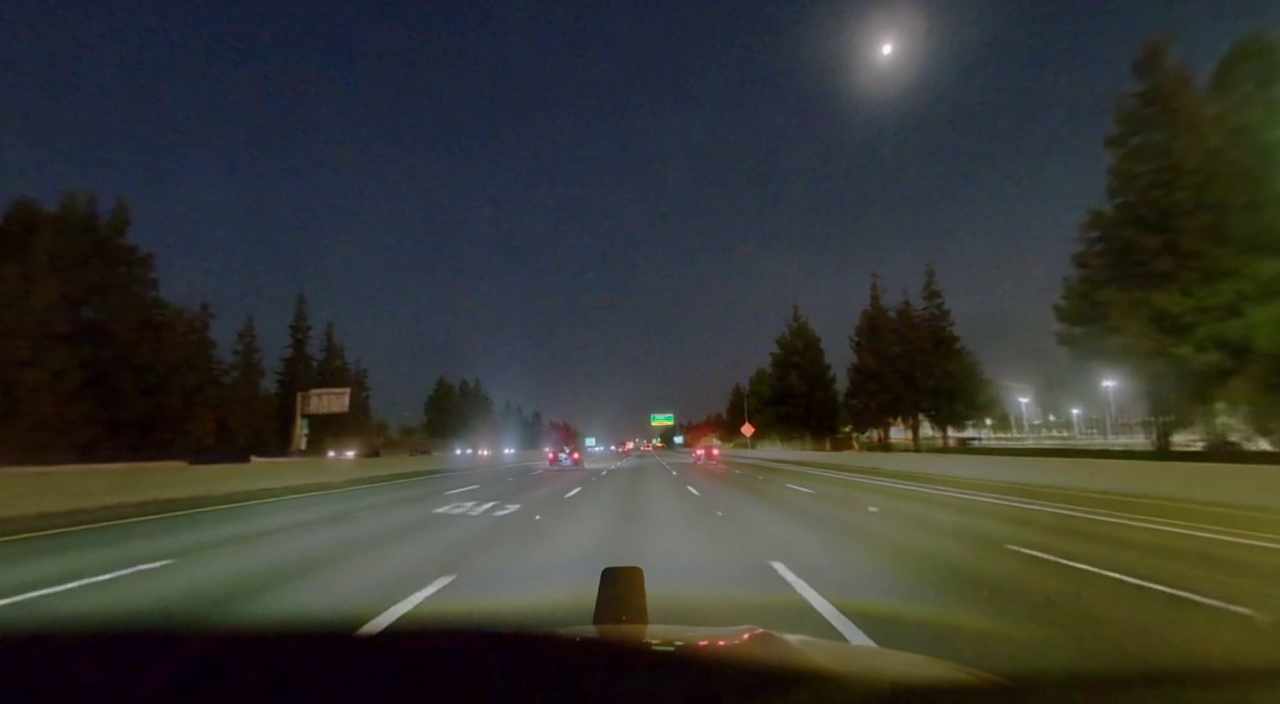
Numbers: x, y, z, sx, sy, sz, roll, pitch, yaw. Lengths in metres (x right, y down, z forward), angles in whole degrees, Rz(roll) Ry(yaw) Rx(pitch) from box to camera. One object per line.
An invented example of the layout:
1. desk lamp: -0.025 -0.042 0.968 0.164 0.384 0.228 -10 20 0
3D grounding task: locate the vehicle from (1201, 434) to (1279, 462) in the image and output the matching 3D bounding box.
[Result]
1. vehicle: 37.247 5.910 38.833 3.612 1.451 1.747 -3 -9 0

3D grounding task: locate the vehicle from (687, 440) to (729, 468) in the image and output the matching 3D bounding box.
1. vehicle: 4.349 6.589 40.899 2.229 1.704 4.392 0 -8 0

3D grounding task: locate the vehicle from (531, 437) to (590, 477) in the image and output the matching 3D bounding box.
1. vehicle: -3.703 4.990 30.296 2.196 1.733 4.355 0 -8 1

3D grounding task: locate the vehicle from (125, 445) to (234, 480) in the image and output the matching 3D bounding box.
1. vehicle: -21.061 5.045 29.078 1.815 1.438 4.158 0 -8 1
